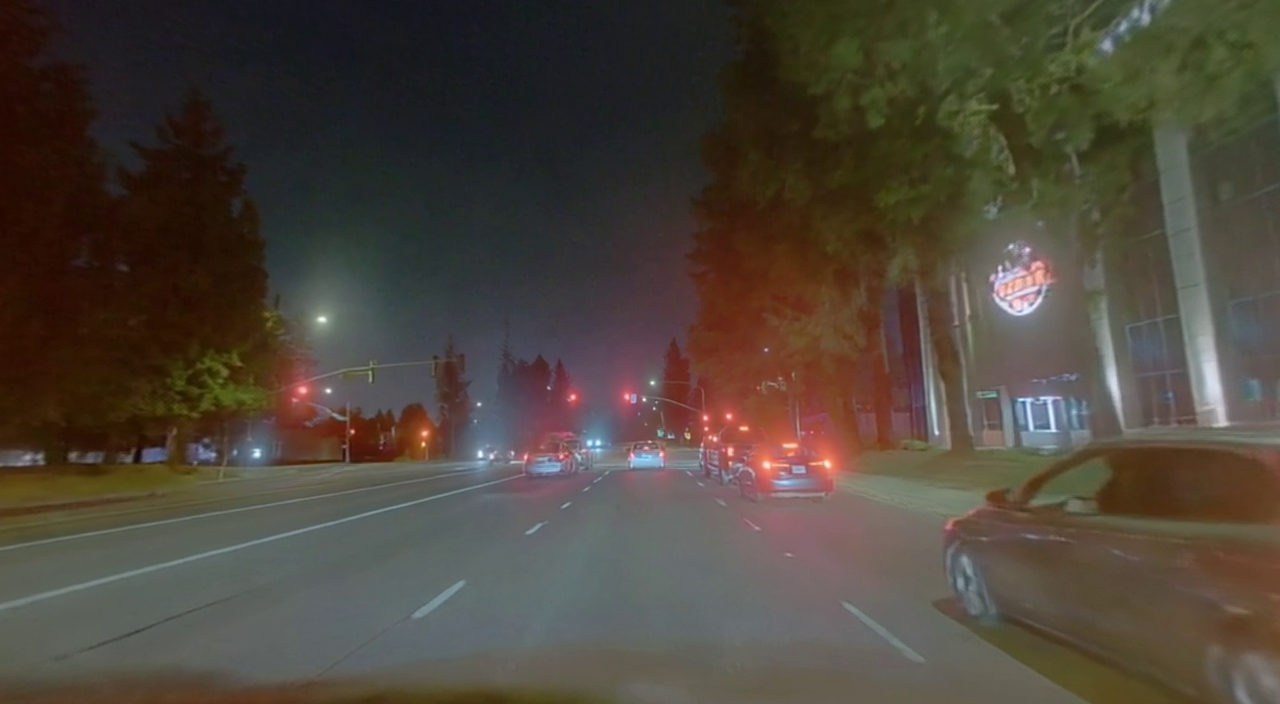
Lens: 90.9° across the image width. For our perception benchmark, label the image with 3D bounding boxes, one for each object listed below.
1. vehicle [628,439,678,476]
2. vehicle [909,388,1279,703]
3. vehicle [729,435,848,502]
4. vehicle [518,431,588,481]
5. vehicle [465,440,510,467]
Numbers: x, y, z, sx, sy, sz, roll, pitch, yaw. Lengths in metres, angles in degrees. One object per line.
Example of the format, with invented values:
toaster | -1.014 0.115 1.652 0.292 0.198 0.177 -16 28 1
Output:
vehicle | 0.500 4.437 26.751 1.971 1.433 3.923 0 -8 0
vehicle | 3.259 0.992 3.090 1.948 1.474 4.360 0 -8 0
vehicle | 3.579 2.882 16.032 1.913 1.463 4.198 0 -8 -1
vehicle | -3.252 3.989 24.478 2.023 1.720 4.452 0 -8 1
vehicle | -10.147 6.764 42.204 1.989 1.598 4.054 -1 -8 0
